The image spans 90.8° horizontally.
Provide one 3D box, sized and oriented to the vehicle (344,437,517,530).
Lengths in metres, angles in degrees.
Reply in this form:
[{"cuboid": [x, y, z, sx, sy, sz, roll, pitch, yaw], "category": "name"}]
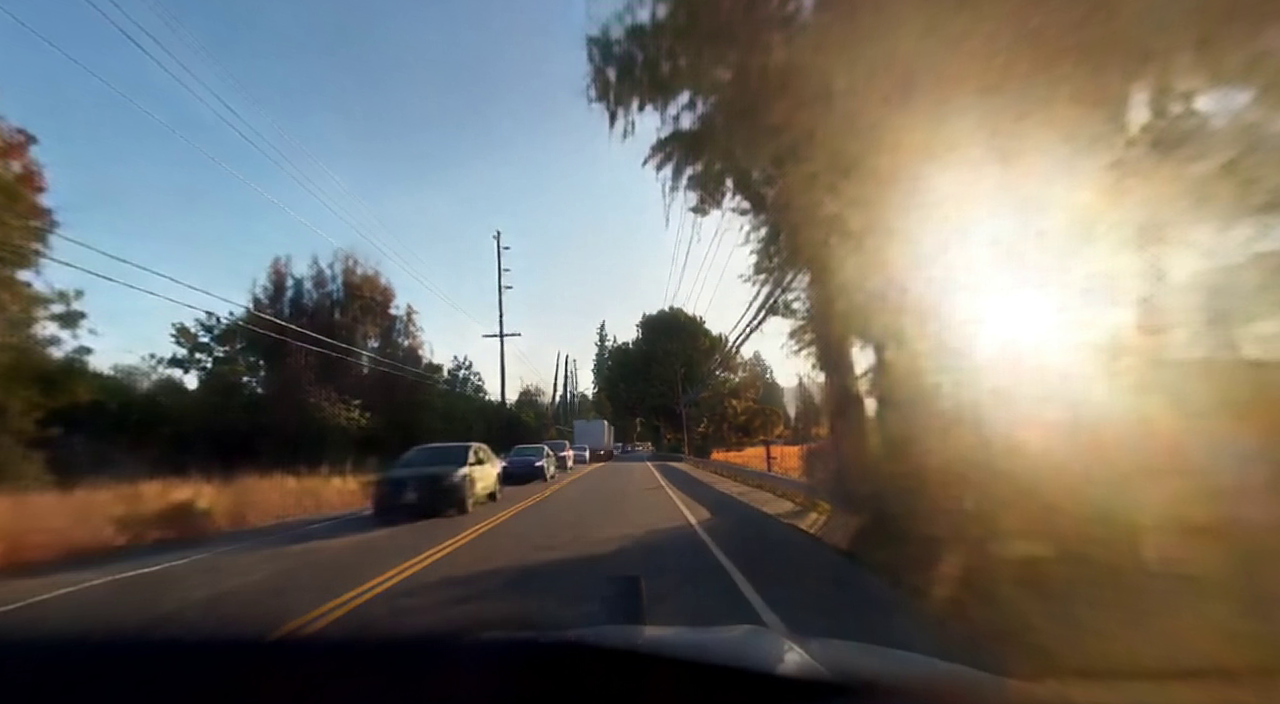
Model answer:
[{"cuboid": [-4.520, 2.858, 14.557, 2.284, 1.634, 4.756, -4, -8, 1], "category": "vehicle"}]
